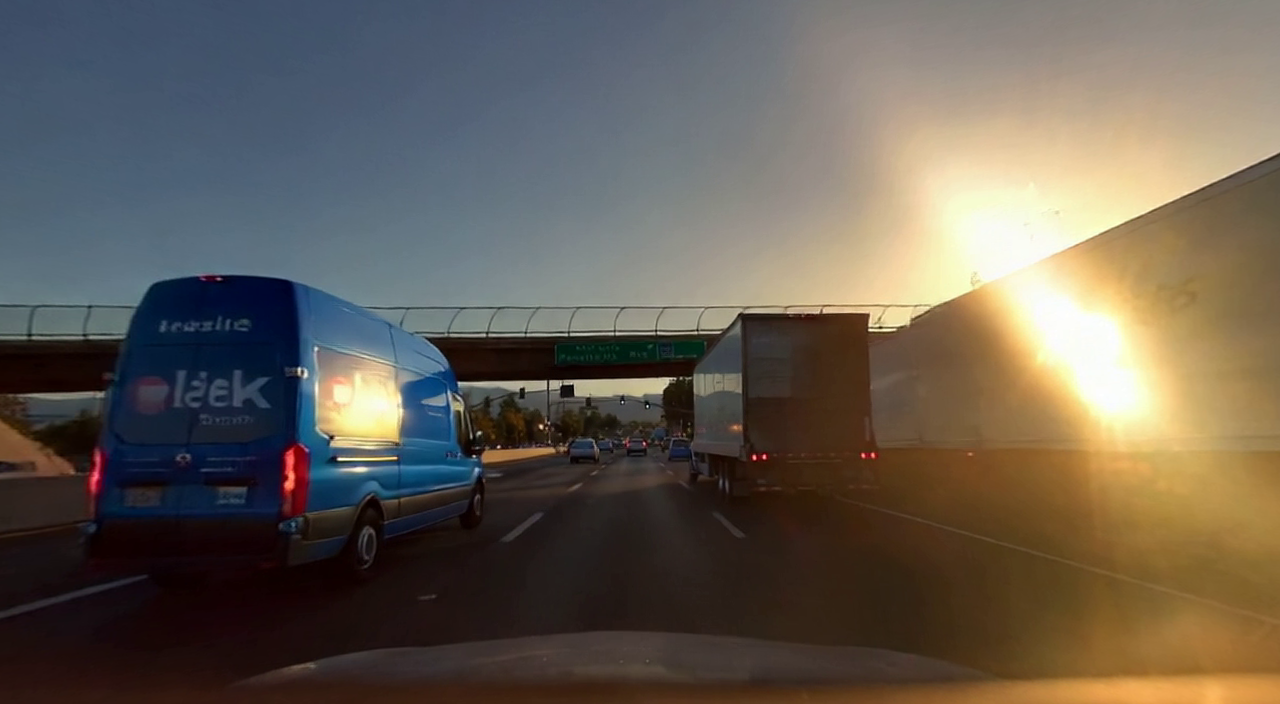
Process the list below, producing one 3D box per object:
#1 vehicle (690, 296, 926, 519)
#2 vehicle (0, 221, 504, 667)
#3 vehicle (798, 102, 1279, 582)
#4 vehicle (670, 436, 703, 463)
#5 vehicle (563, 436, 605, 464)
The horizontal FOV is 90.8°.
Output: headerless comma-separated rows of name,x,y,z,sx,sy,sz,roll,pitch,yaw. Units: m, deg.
vehicle,2.997,1.574,14.873,2.861,3.525,9.858,0,-9,0
vehicle,-3.547,1.001,7.211,2.443,2.784,6.493,0,-9,1
vehicle,6.902,0.907,12.128,2.941,4.060,16.879,-4,-9,-1
vehicle,3.012,6.442,41.773,1.869,1.616,4.346,0,-9,0
vehicle,-3.720,6.677,43.092,2.356,1.766,5.674,0,-9,0
